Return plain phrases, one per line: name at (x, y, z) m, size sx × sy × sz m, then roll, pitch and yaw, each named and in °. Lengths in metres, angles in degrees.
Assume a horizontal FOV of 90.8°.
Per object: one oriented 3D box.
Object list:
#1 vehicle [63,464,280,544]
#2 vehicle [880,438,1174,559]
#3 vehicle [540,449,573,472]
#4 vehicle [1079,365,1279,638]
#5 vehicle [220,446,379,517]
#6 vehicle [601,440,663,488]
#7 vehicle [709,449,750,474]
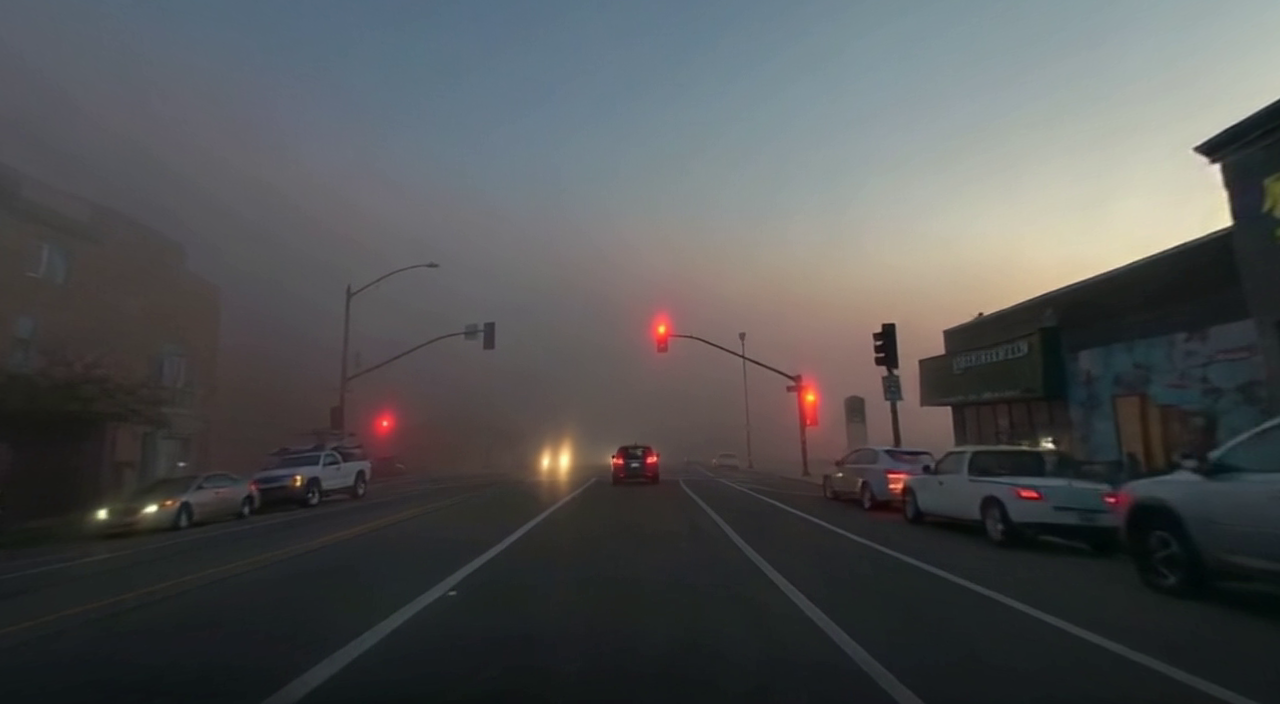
vehicle at (-11.075, 3.566, 15.484) m, size 1.868 × 1.502 × 4.626 m, roll 0°, pitch -8°, yaw -2°
vehicle at (5.714, 2.173, 10.173) m, size 1.891 × 1.489 × 4.344 m, roll 0°, pitch -9°, yaw -2°
vehicle at (-6.437, 8.356, 48.877) m, size 1.918 × 1.679 × 4.209 m, roll 0°, pitch -9°, yaw 1°
vehicle at (5.778, 1.021, 4.156) m, size 2.201 × 1.972 × 4.845 m, roll 0°, pitch -9°, yaw -1°
vehicle at (-11.327, 4.295, 21.735) m, size 2.240 × 2.052 × 5.872 m, roll 0°, pitch -8°, yaw 0°
vehicle at (-0.275, 4.098, 23.416) m, size 2.086 × 1.575 × 4.205 m, roll 0°, pitch -8°, yaw 0°
vehicle at (5.713, 7.023, 40.886) m, size 1.859 × 1.470 × 4.476 m, roll 0°, pitch -8°, yaw -1°
